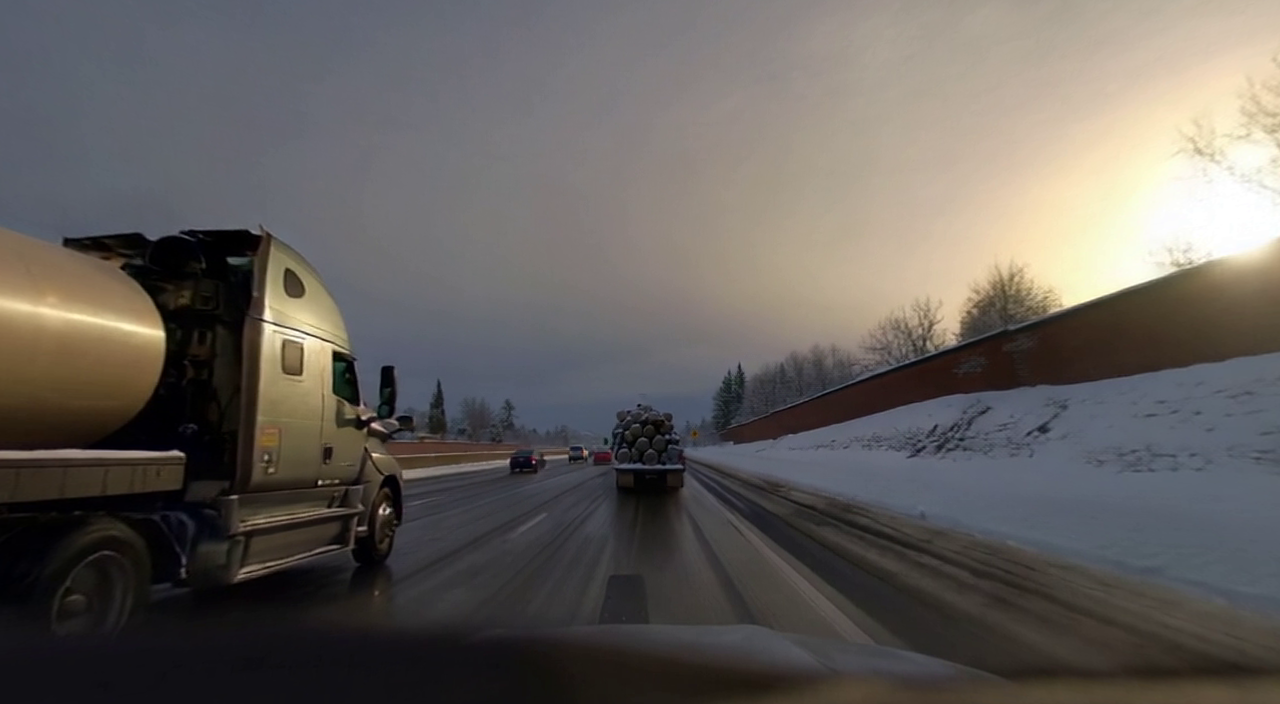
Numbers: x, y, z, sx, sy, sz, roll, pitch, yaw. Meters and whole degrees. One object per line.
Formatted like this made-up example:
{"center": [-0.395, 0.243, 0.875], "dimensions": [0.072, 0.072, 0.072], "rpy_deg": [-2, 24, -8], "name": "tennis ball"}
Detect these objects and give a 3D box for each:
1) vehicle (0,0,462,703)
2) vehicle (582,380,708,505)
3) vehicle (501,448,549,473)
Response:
{"center": [-4.086, 0.243, 5.776], "dimensions": [2.998, 3.992, 5.800], "rpy_deg": [0, -8, 1], "name": "vehicle"}
{"center": [-0.241, 2.865, 20.020], "dimensions": [2.798, 3.071, 8.412], "rpy_deg": [1, -8, -8], "name": "vehicle"}
{"center": [-7.061, 6.701, 39.262], "dimensions": [2.006, 1.458, 4.700], "rpy_deg": [0, -8, 2], "name": "vehicle"}
